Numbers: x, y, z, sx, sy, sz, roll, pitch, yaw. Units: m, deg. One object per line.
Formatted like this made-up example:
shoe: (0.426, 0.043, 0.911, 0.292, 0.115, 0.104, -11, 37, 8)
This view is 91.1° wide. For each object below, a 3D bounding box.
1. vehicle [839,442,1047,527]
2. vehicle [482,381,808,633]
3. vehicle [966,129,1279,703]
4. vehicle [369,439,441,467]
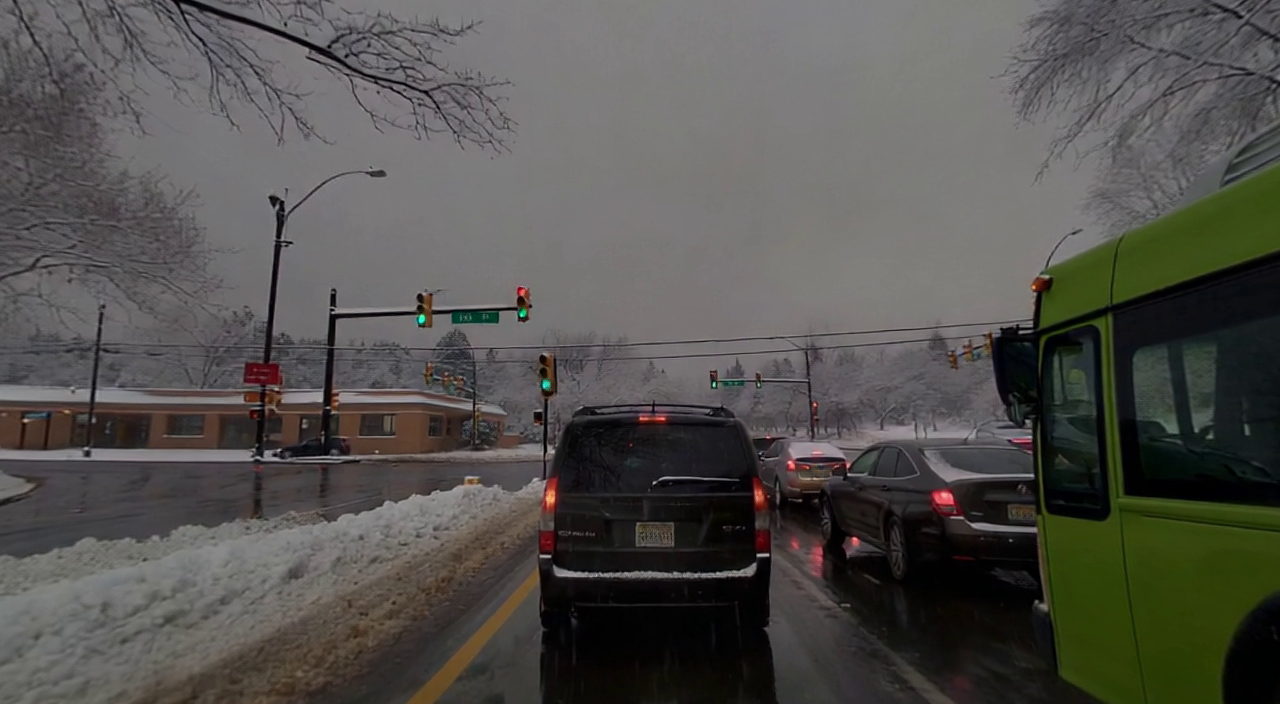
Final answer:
vehicle: (5.979, 2.638, 13.214, 1.987, 1.457, 4.675, 0, -8, -1)
vehicle: (0.011, 1.476, 6.996, 2.381, 1.842, 4.603, 0, -8, -1)
vehicle: (2.612, 0.319, 0.415, 2.037, 2.065, 5.037, 0, -8, 0)
vehicle: (-15.339, 6.548, 40.945, 4.097, 1.720, 1.924, 5, -10, -29)
